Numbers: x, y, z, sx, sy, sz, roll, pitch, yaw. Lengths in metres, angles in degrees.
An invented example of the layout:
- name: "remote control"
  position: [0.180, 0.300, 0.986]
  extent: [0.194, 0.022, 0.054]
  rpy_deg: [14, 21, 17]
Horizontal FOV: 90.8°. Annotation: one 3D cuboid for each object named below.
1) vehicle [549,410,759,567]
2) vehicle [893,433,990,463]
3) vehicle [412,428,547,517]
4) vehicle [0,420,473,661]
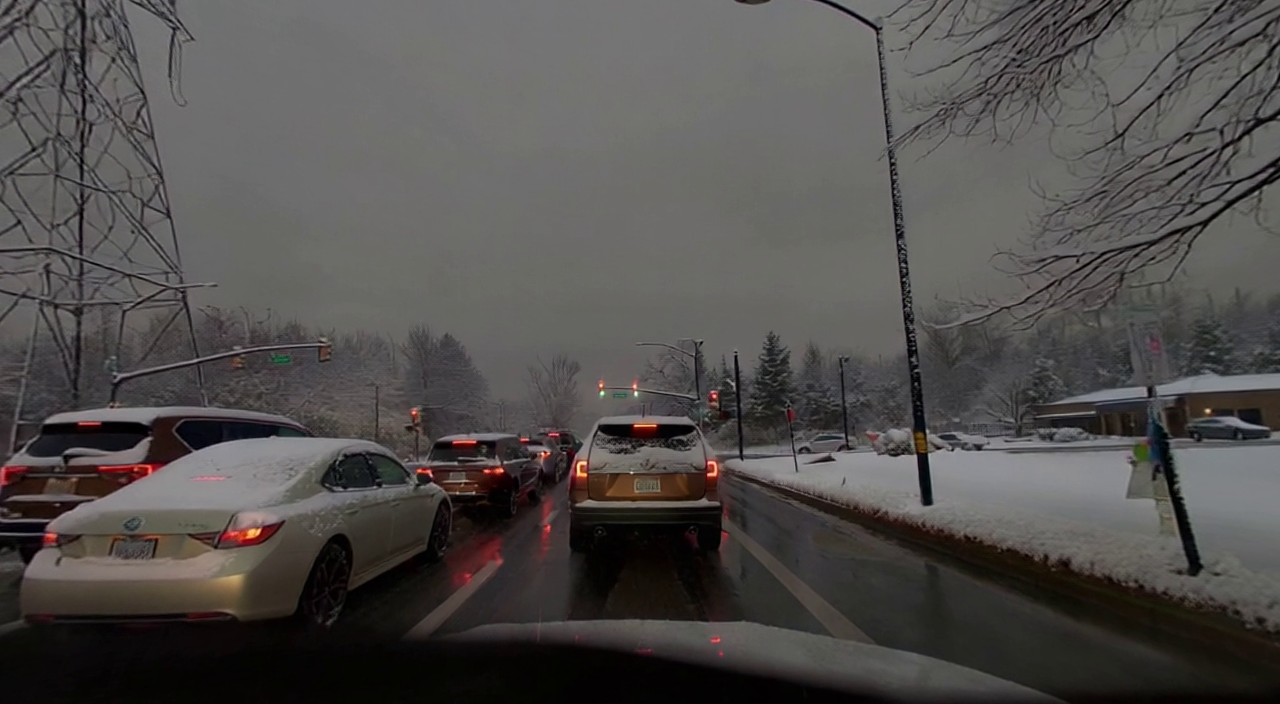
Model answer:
- name: "vehicle"
  position: [0.079, 1.771, 8.949]
  extent: [2.239, 1.661, 4.224]
  rpy_deg: [0, -8, -2]
- name: "vehicle"
  position: [15.086, 4.800, 31.708]
  extent: [3.858, 1.437, 1.899]
  rpy_deg: [0, -8, -4]
- name: "vehicle"
  position: [-3.260, 2.520, 13.677]
  extent: [1.997, 1.636, 3.760]
  rpy_deg: [0, -8, -1]
- name: "vehicle"
  position: [-3.179, 1.496, 6.209]
  extent: [1.973, 1.469, 4.448]
  rpy_deg: [0, -8, -2]
